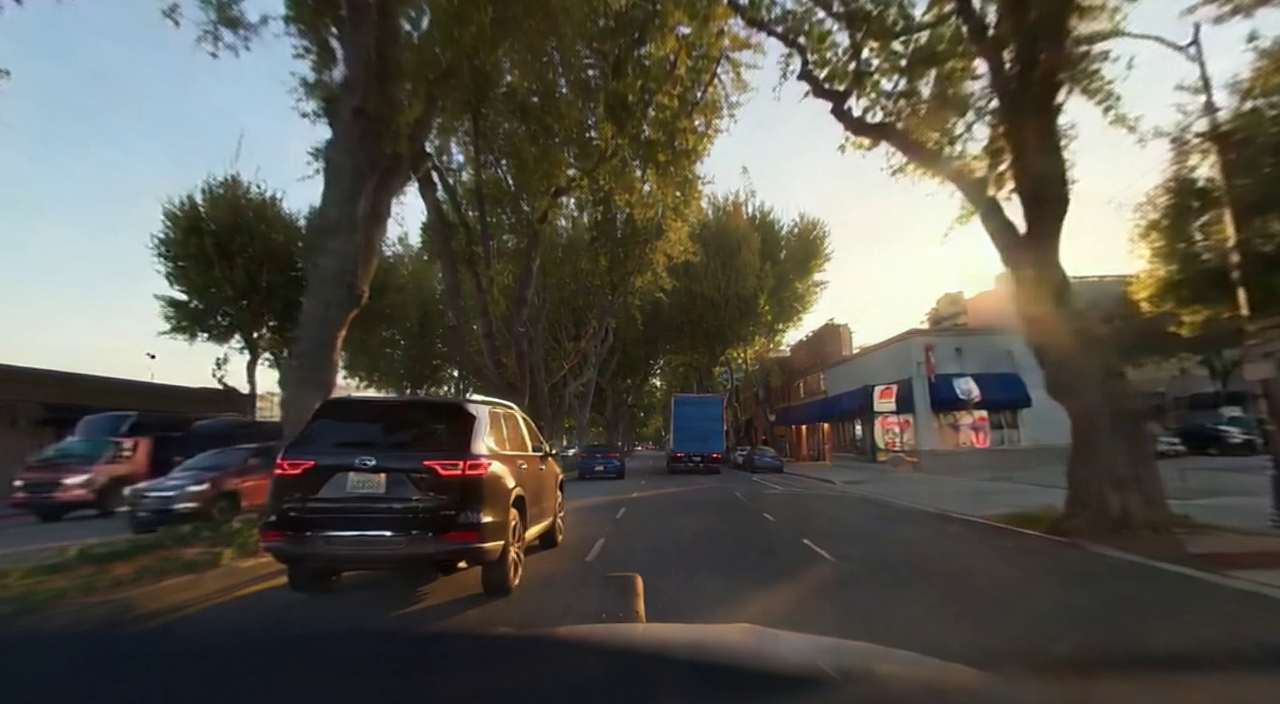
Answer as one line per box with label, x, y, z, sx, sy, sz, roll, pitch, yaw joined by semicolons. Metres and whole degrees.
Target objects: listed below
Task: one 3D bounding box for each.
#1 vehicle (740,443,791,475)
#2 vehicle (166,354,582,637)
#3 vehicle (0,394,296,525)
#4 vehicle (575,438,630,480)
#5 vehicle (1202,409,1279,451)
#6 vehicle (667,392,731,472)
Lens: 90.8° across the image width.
vehicle;6.409;5.525;32.771;1.929;1.522;4.158;0;-8;2
vehicle;-2.183;1.392;7.107;2.293;2.036;4.853;-1;-9;4
vehicle;-13.416;3.018;18.255;2.656;2.997;7.079;-1;-8;3
vehicle;-1.556;4.677;27.897;2.040;1.711;4.475;0;-8;2
vehicle;29.921;3.750;30.090;2.007;1.869;4.771;-1;-8;3
vehicle;3.398;5.183;39.943;3.007;4.206;12.913;0;-8;1
